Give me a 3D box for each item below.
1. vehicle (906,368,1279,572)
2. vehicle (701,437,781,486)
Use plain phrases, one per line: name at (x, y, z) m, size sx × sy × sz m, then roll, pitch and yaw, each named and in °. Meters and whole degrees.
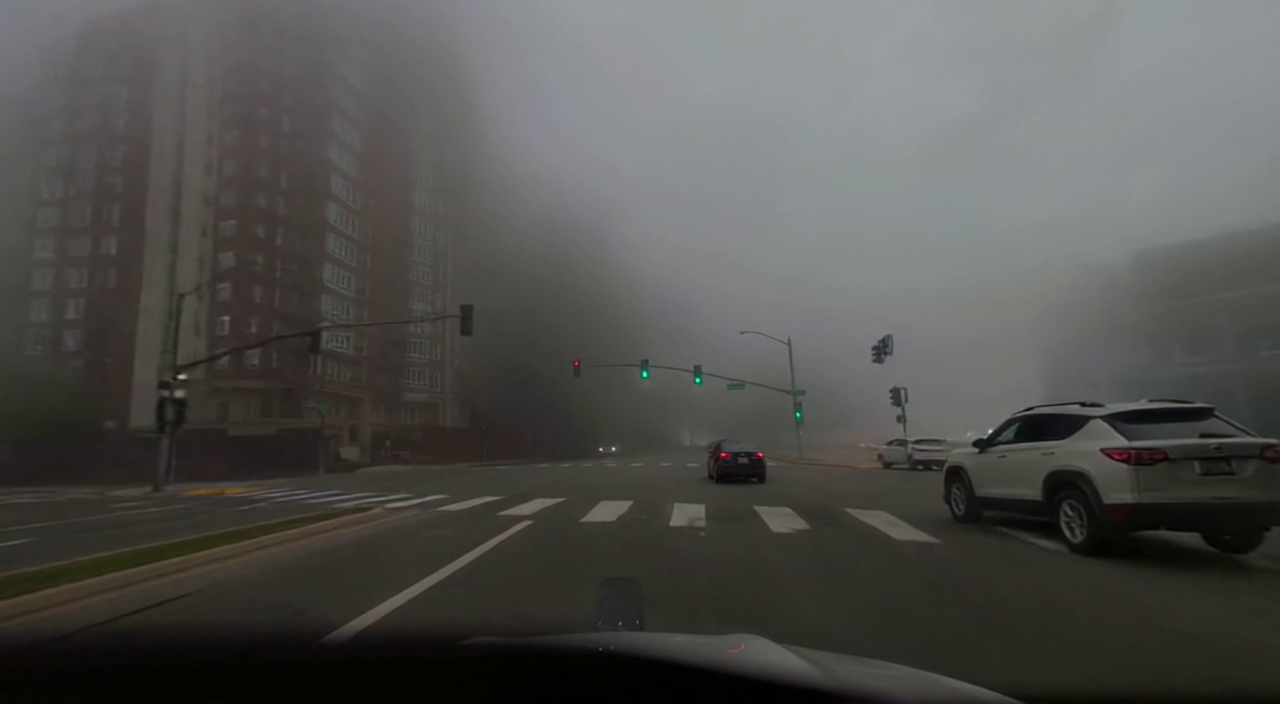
vehicle at (6.331, 1.591, 9.173) m, size 2.427 × 2.017 × 5.763 m, roll 0°, pitch -9°, yaw 0°
vehicle at (3.294, 3.677, 21.485) m, size 2.003 × 1.480 × 4.494 m, roll 0°, pitch -9°, yaw 0°
